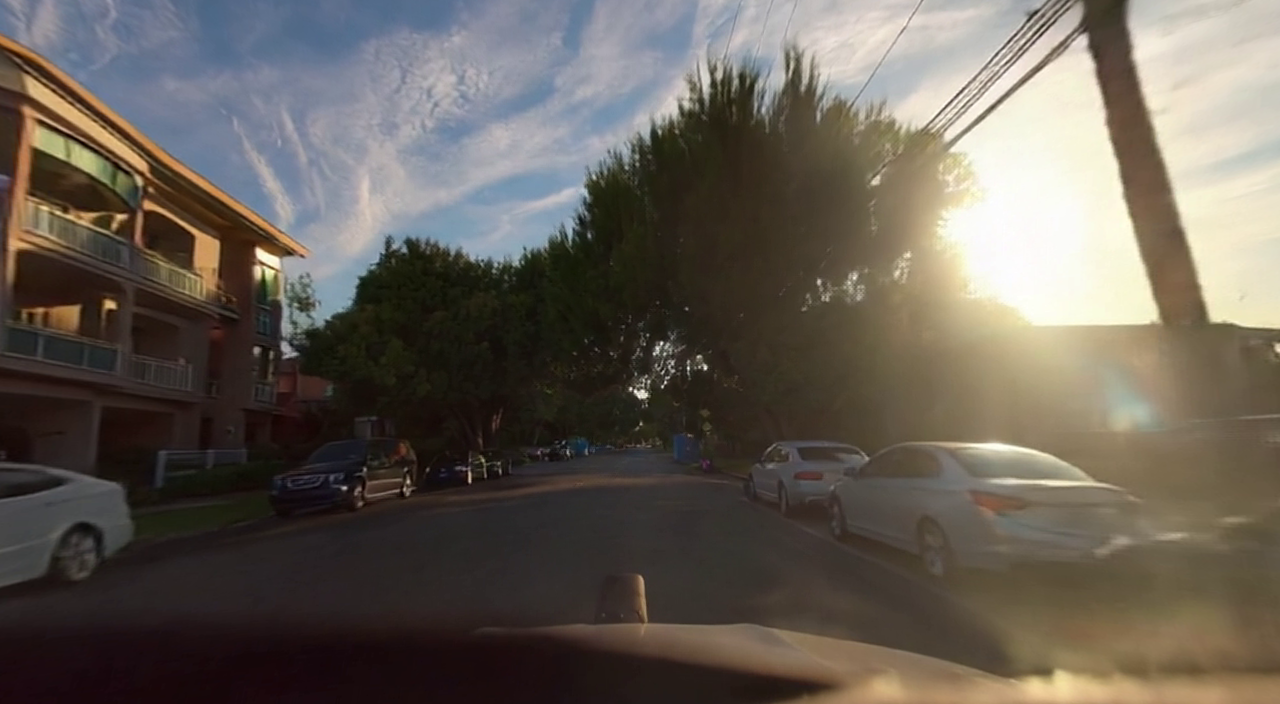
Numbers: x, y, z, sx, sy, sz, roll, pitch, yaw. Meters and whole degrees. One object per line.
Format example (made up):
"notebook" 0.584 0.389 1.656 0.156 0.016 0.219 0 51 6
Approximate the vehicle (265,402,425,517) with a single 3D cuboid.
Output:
"vehicle" -7.159 2.656 15.906 1.889 2.463 4.142 0 -9 1

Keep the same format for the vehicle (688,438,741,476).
"vehicle" 3.567 5.134 31.082 2.095 1.694 4.592 -1 -8 1

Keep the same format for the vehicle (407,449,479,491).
"vehicle" -7.796 4.676 25.371 1.873 1.437 4.068 -1 -8 -4

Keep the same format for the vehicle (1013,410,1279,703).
"vehicle" 3.844 0.939 2.227 2.022 1.521 4.933 0 -9 0

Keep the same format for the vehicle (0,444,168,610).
"vehicle" -7.244 1.757 6.123 1.894 1.585 4.514 -3 -8 0

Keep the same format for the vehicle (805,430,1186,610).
"vehicle" 3.773 1.850 8.007 1.943 1.563 4.752 1 -9 -2
